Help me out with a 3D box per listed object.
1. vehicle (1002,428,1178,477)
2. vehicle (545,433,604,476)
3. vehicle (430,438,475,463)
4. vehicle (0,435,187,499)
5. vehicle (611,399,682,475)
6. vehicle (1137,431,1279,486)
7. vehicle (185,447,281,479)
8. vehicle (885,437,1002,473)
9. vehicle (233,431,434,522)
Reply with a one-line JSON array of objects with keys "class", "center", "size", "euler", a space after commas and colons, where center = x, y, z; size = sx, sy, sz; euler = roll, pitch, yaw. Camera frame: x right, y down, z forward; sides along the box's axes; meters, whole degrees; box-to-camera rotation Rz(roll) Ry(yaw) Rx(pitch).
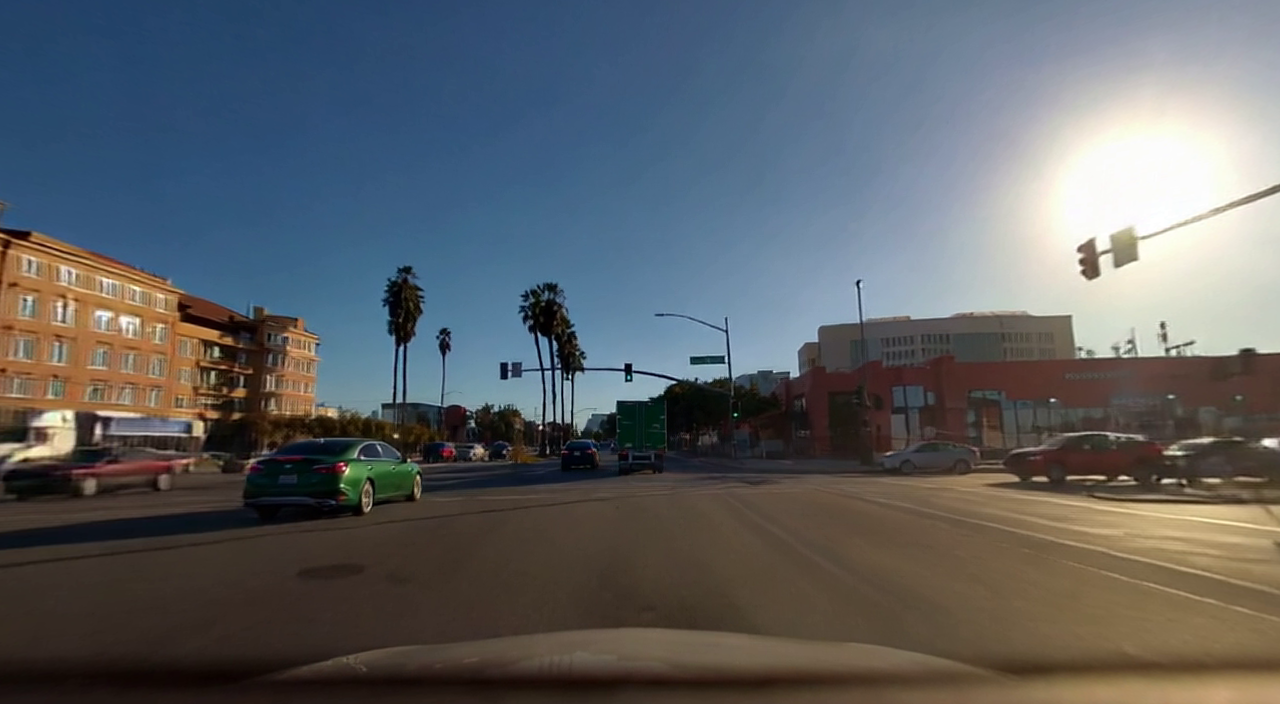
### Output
[{"class": "vehicle", "center": [16.875, 3.795, 23.742], "size": [5.039, 1.744, 2.043], "euler": [0, -9, 0]}, {"class": "vehicle", "center": [-2.970, 4.767, 29.527], "size": [2.178, 1.826, 4.933], "euler": [0, -8, 1]}, {"class": "vehicle", "center": [-14.769, 7.831, 49.657], "size": [2.040, 1.745, 4.899], "euler": [-3, -10, 1]}, {"class": "vehicle", "center": [-17.852, 3.653, 20.498], "size": [2.106, 1.802, 5.247], "euler": [0, -8, 1]}, {"class": "vehicle", "center": [0.289, 4.104, 30.078], "size": [2.993, 3.235, 6.692], "euler": [0, -8, 0]}, {"class": "vehicle", "center": [19.388, 3.387, 20.277], "size": [4.831, 1.529, 1.966], "euler": [-3, -10, 0]}, {"class": "vehicle", "center": [-21.225, 5.785, 33.018], "size": [1.938, 1.503, 4.651], "euler": [0, -8, 0]}, {"class": "vehicle", "center": [14.641, 5.021, 30.490], "size": [4.568, 1.485, 1.936], "euler": [-2, -11, 0]}, {"class": "vehicle", "center": [-6.376, 2.623, 13.847], "size": [2.045, 1.630, 4.680], "euler": [0, -8, 0]}]
